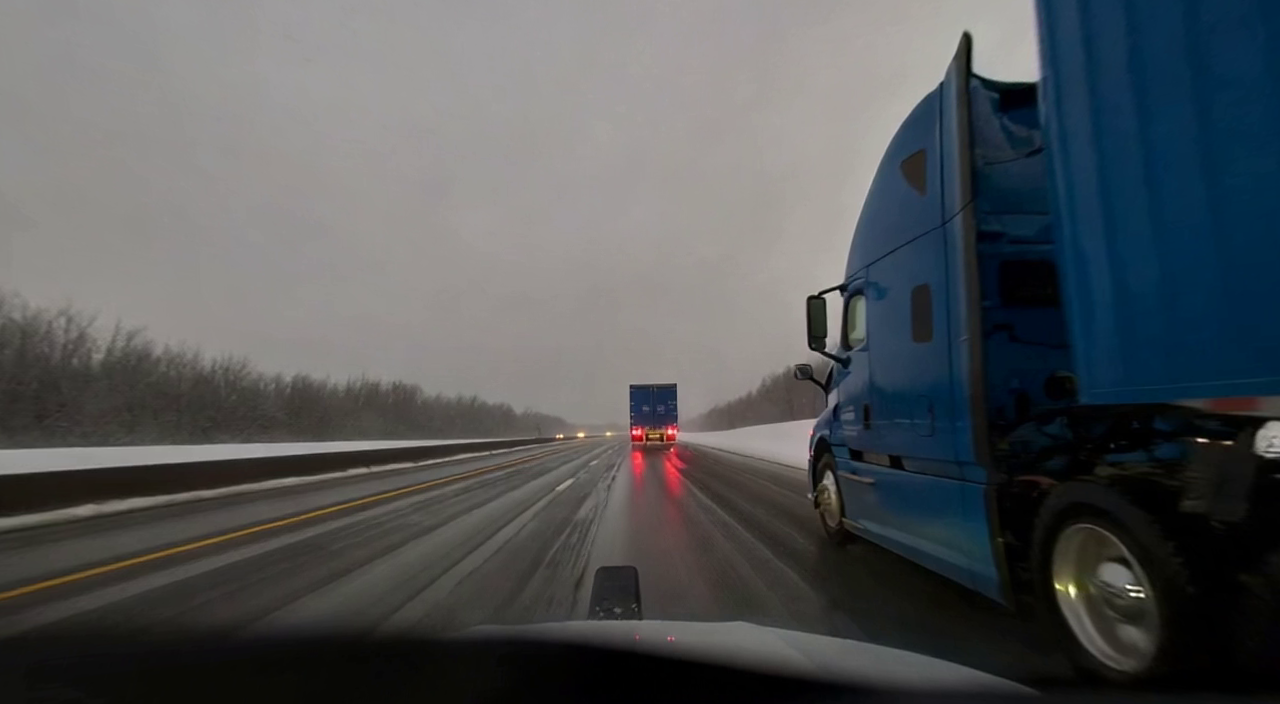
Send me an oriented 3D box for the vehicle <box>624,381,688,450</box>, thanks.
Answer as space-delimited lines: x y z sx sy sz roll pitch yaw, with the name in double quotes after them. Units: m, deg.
0.930 4.197 39.827 3.446 3.698 12.089 0 -8 1 "vehicle"
